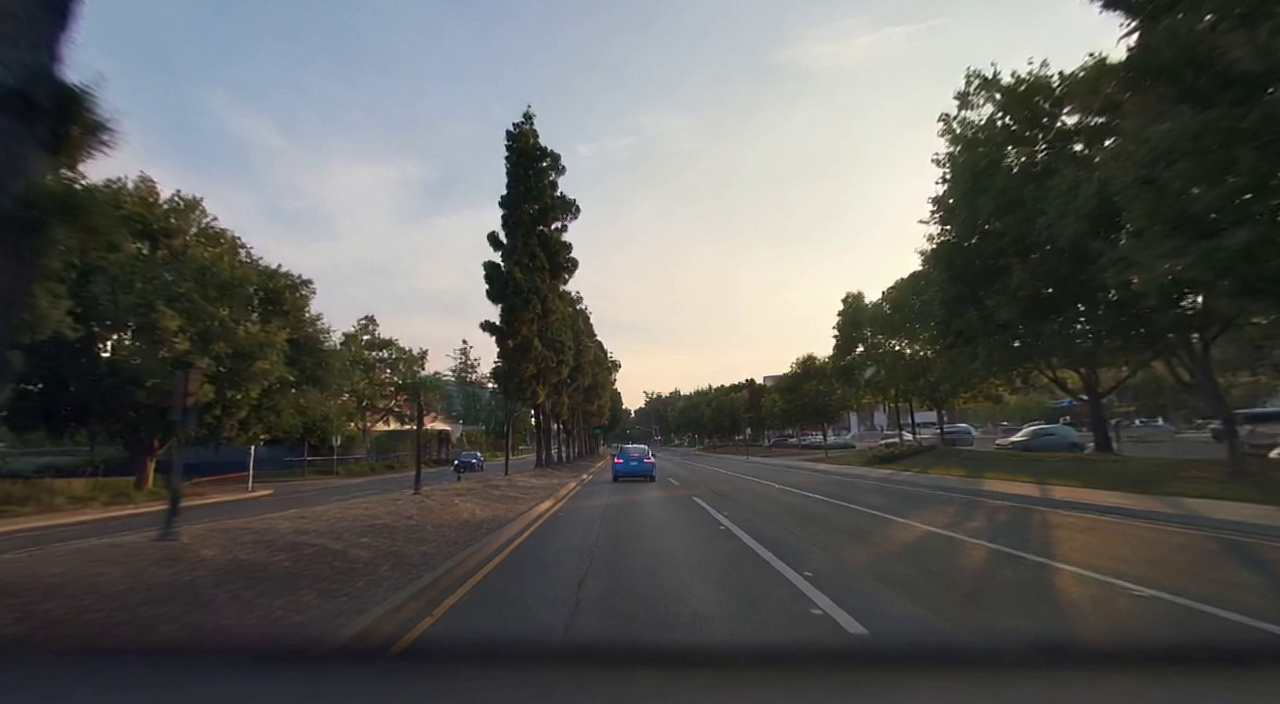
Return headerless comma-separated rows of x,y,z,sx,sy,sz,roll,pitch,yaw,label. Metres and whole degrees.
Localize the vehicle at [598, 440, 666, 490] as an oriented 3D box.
-0.276,3.732,21.299,2.042,1.479,4.601,0,-8,-1,vehicle
